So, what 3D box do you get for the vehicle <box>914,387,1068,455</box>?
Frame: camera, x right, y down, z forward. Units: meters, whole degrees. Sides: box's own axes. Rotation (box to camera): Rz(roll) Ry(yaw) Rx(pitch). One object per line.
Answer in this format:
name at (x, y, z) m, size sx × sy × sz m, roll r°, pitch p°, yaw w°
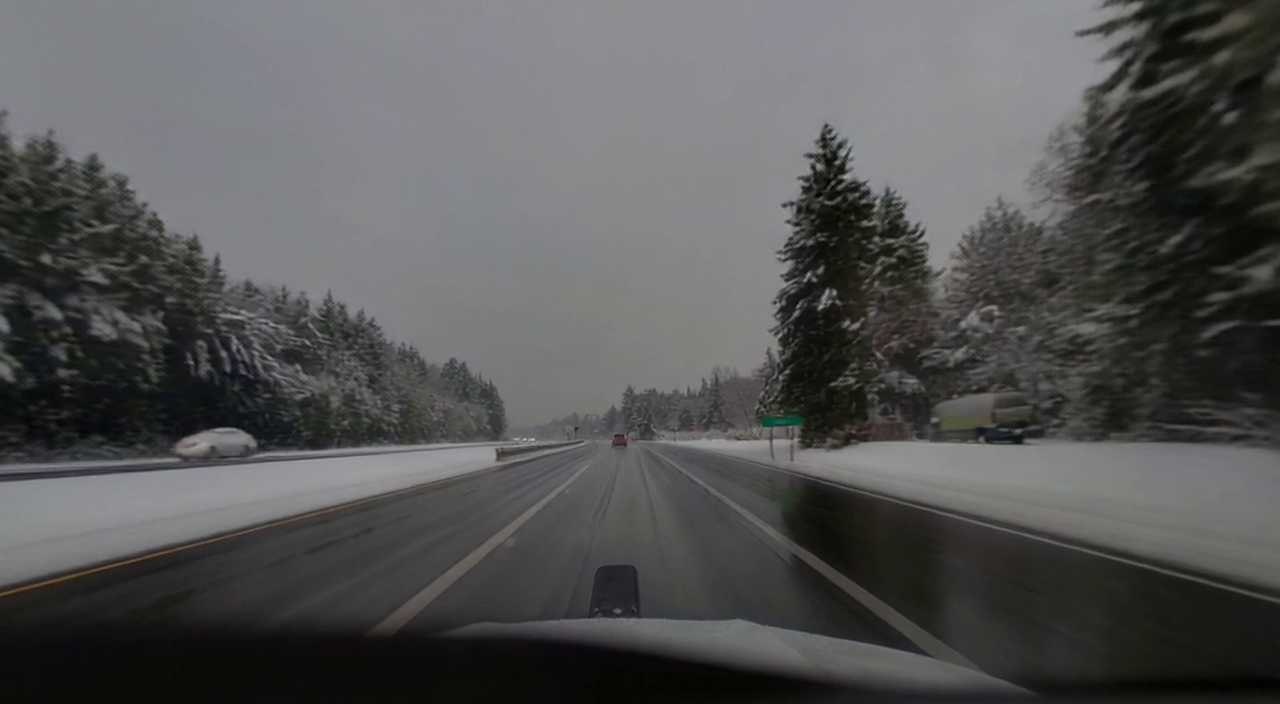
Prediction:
vehicle at (19.861, 4.045, 36.556) m, size 3.983 × 3.410 × 8.148 m, roll 1°, pitch -7°, yaw -2°
